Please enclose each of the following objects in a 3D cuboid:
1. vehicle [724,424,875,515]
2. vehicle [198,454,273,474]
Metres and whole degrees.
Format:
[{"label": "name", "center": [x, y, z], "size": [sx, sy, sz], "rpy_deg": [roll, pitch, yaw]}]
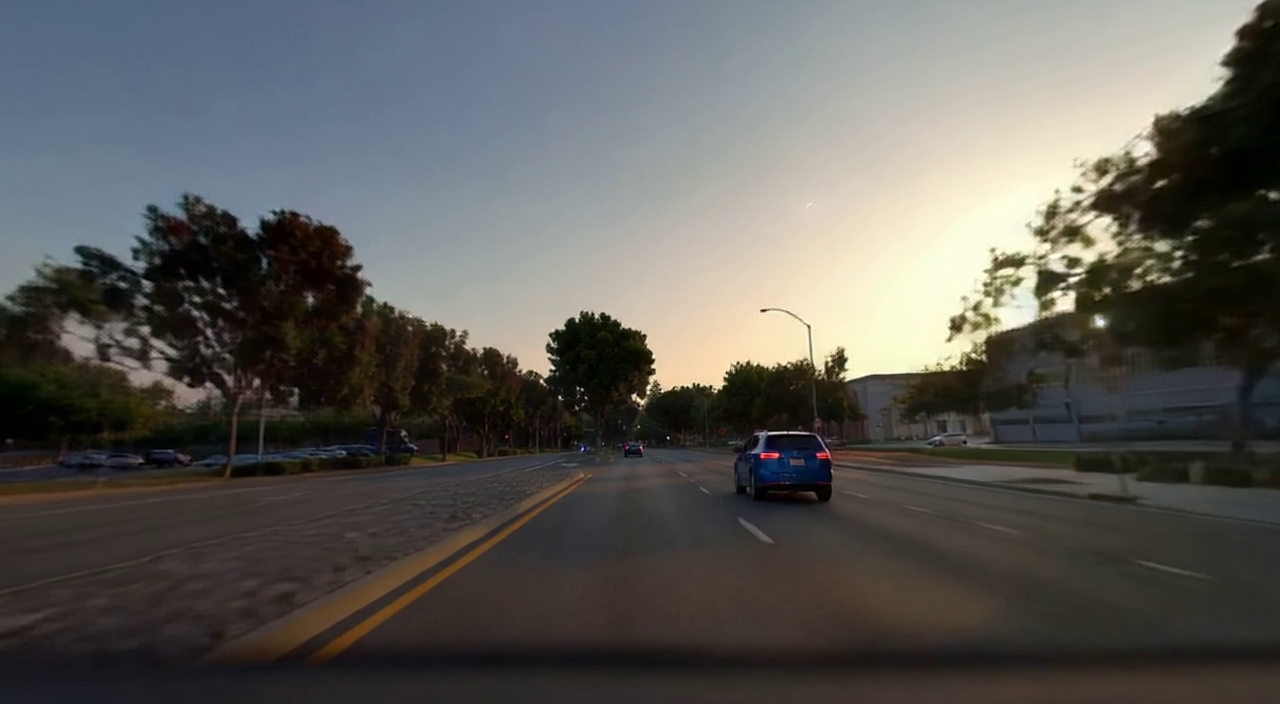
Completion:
[{"label": "vehicle", "center": [3.233, 2.476, 13.813], "size": [2.060, 1.665, 4.284], "rpy_deg": [0, -8, -2]}, {"label": "vehicle", "center": [-31.023, 8.591, 48.546], "size": [4.415, 1.418, 1.961], "rpy_deg": [0, -8, -1]}]
